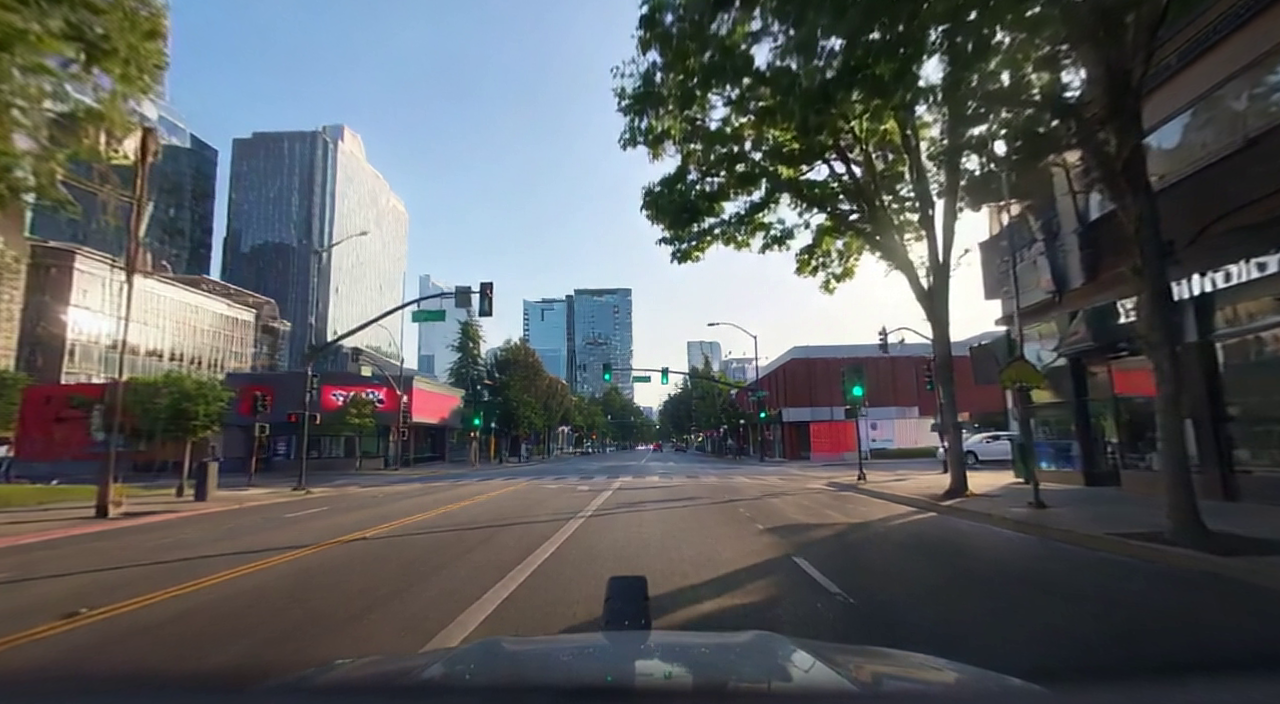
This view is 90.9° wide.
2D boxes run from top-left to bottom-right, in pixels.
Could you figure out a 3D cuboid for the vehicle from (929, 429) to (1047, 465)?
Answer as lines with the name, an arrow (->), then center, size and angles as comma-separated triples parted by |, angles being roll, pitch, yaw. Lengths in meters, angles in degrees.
vehicle -> 17.765, 4.870, 32.329 | 4.836, 1.795, 1.957 | 0, -8, 2
